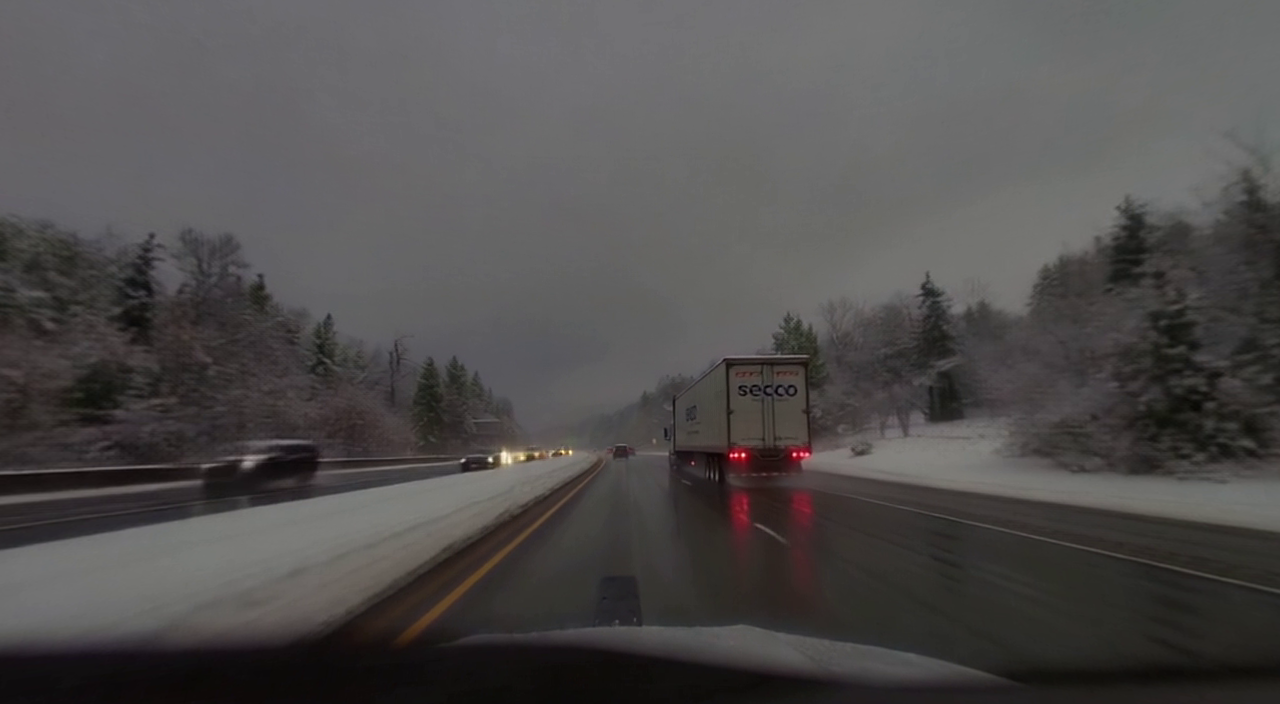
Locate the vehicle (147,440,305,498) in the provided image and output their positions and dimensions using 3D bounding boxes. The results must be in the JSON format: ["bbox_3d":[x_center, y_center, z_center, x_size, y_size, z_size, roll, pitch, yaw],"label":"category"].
[{"bbox_3d":[-13.314,3.764,20.618,1.981,1.654,4.727,0,-9,0],"label":"vehicle"}]

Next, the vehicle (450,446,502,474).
[{"bbox_3d":[-9.512,6.273,36.620,1.956,1.538,4.361,0,-9,-1],"label":"vehicle"}]

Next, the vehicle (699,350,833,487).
[{"bbox_3d":[3.997,2.517,22.270,2.892,3.928,8.380,0,-9,-1],"label":"vehicle"}]
